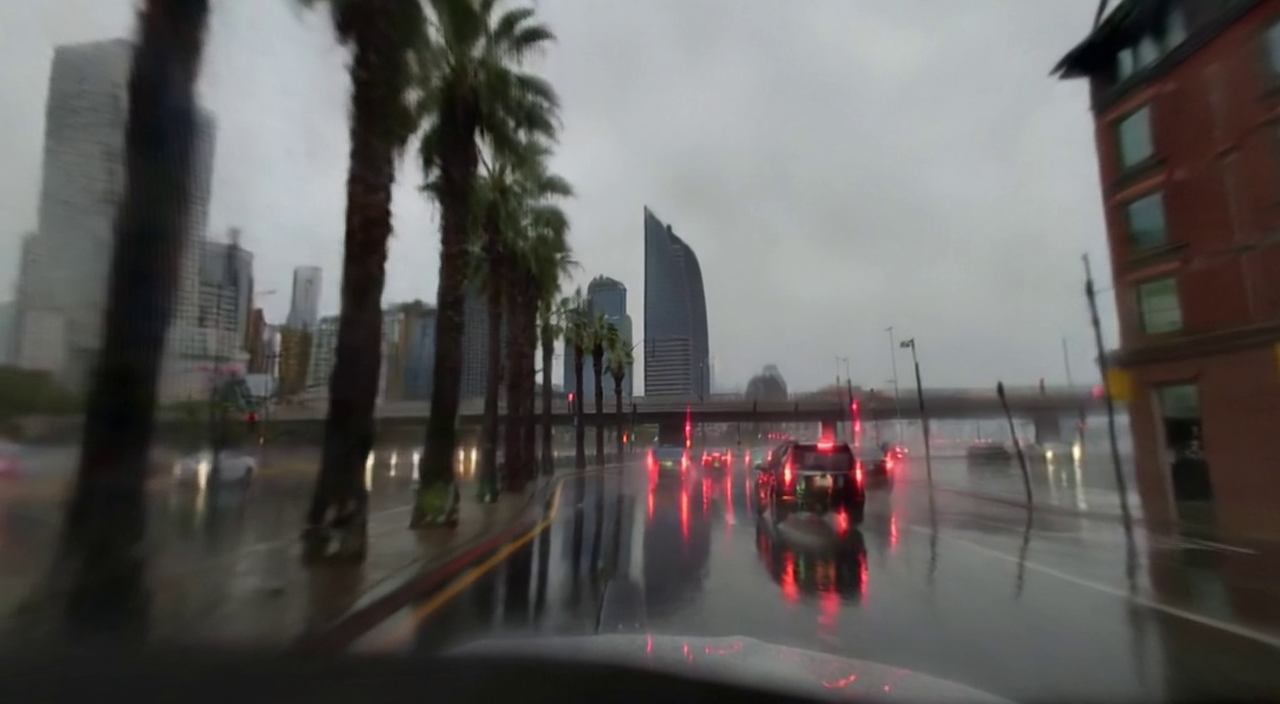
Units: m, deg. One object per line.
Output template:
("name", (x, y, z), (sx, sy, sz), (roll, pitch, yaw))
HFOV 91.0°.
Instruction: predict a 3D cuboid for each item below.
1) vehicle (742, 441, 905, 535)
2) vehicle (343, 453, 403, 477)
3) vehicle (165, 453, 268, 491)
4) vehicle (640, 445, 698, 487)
("vehicle", (3.391, 2.595, 12.797), (2.051, 1.509, 4.933), (0, -9, 3))
("vehicle", (-17.371, 7.359, 41.207), (1.912, 1.482, 4.495), (0, -9, 1))
("vehicle", (-19.647, 5.559, 29.450), (1.850, 1.590, 4.201), (0, -9, 0))
("vehicle", (1.249, 4.548, 25.386), (2.077, 1.518, 3.760), (-1, -9, 7))
